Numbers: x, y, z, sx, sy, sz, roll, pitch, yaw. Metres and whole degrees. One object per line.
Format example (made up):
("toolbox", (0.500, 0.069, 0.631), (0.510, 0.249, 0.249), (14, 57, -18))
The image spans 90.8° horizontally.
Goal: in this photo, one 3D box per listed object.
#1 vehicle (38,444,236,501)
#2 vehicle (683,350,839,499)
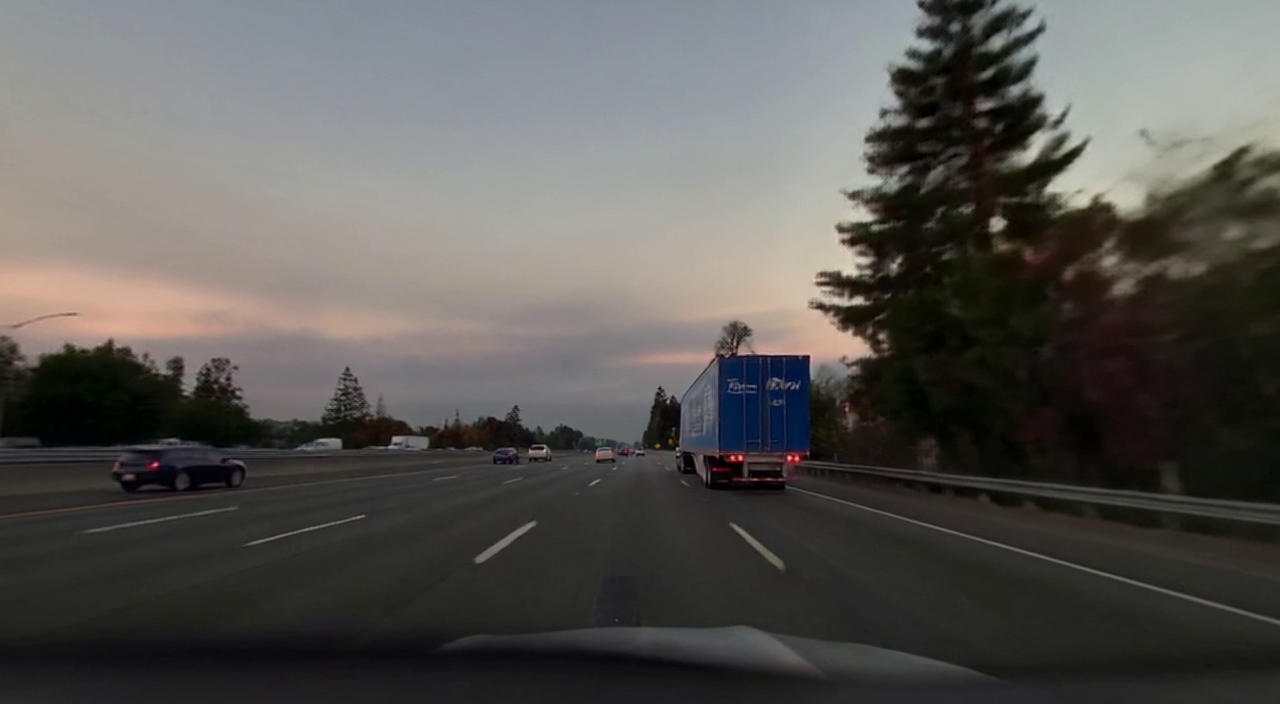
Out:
("vehicle", (-14.666, 3.499, 18.902), (1.982, 1.471, 4.747), (0, -9, 1))
("vehicle", (3.844, 3.121, 25.136), (3.140, 4.100, 15.551), (0, -9, 0))
